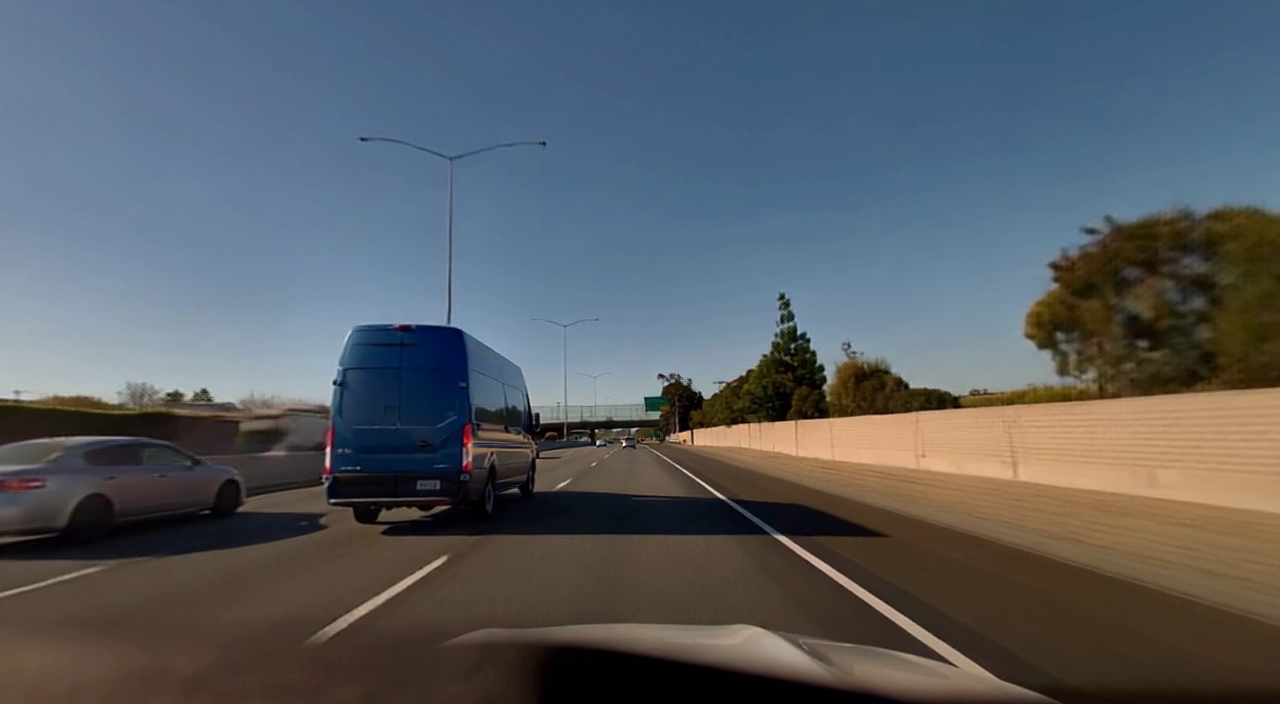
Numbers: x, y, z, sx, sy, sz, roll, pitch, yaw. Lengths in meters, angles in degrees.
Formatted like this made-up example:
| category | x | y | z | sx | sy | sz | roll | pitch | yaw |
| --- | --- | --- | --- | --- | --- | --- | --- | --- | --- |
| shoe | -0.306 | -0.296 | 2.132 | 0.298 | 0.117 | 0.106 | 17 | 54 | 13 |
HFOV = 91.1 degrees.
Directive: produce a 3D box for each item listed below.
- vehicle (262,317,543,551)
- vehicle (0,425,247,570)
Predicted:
| category | x | y | z | sx | sy | sz | roll | pitch | yaw |
| --- | --- | --- | --- | --- | --- | --- | --- | --- | --- |
| vehicle | -3.363 | 1.443 | 11.194 | 2.428 | 2.782 | 7.330 | 0 | -8 | -3 |
| vehicle | -7.508 | 1.691 | 7.969 | 1.994 | 1.466 | 4.837 | 0 | -8 | -1 |
